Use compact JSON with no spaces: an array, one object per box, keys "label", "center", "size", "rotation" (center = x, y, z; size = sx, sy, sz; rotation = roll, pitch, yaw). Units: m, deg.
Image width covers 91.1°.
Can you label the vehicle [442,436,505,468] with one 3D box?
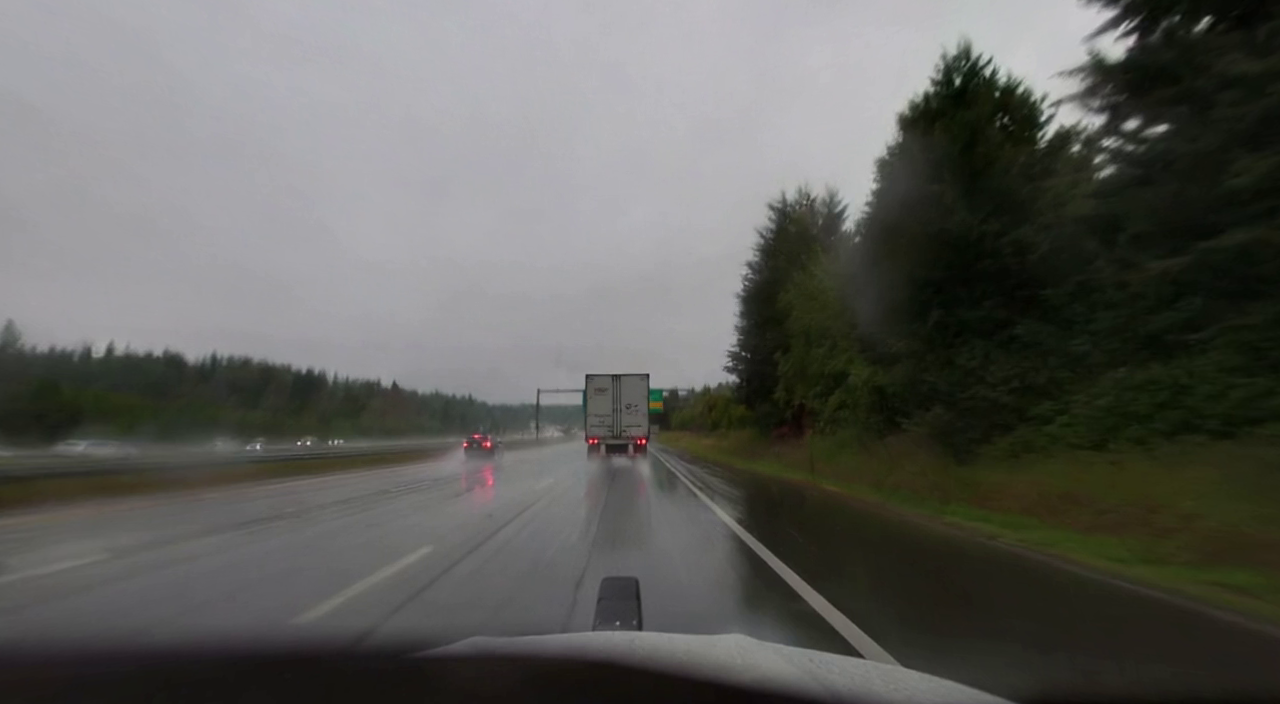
[{"label":"vehicle","center":[-8.038,4.815,30.705],"size":[1.949,1.437,4.296],"rotation":[0,-8,-1]}]

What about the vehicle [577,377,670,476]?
[{"label":"vehicle","center":[-0.736,3.450,28.089],"size":[3.033,3.223,14.836],"rotation":[0,-8,-2]}]
